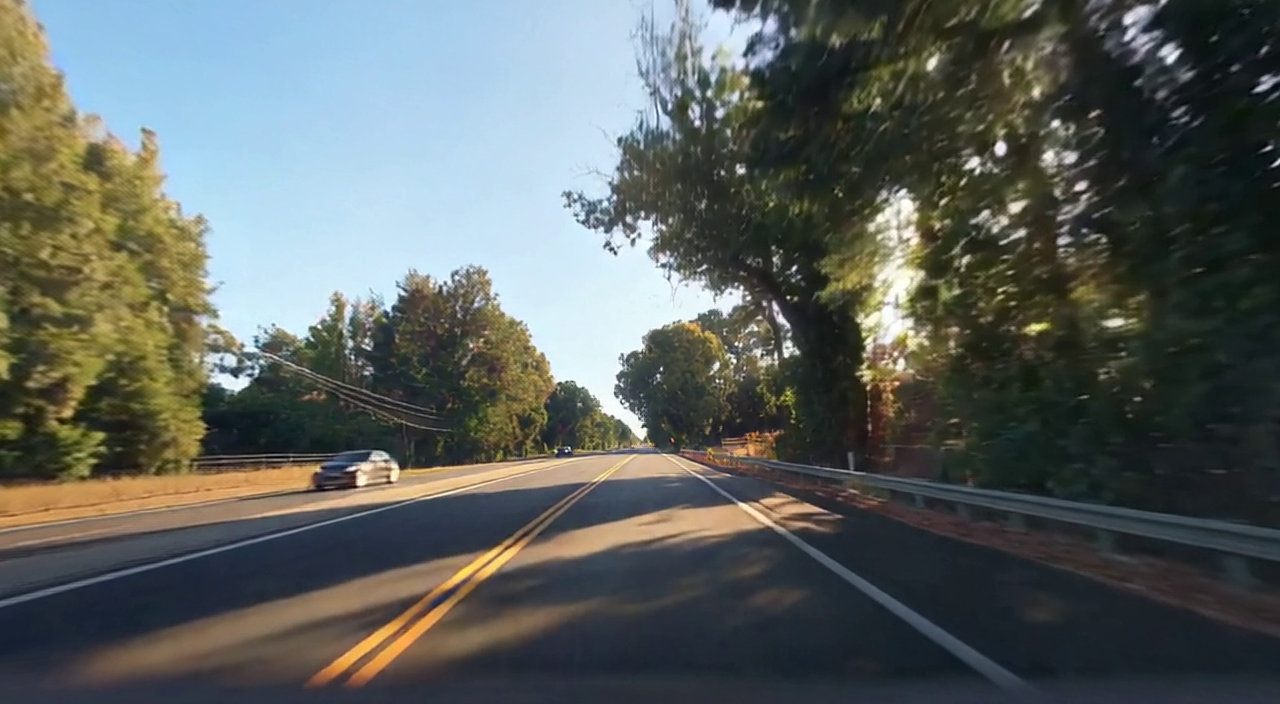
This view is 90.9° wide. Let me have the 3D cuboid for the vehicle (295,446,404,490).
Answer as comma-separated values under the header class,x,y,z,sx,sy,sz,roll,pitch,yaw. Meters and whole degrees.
class,x,y,z,sx,sy,sz,roll,pitch,yaw
vehicle,-10.665,4.263,23.568,1.962,1.458,4.322,0,-8,1
